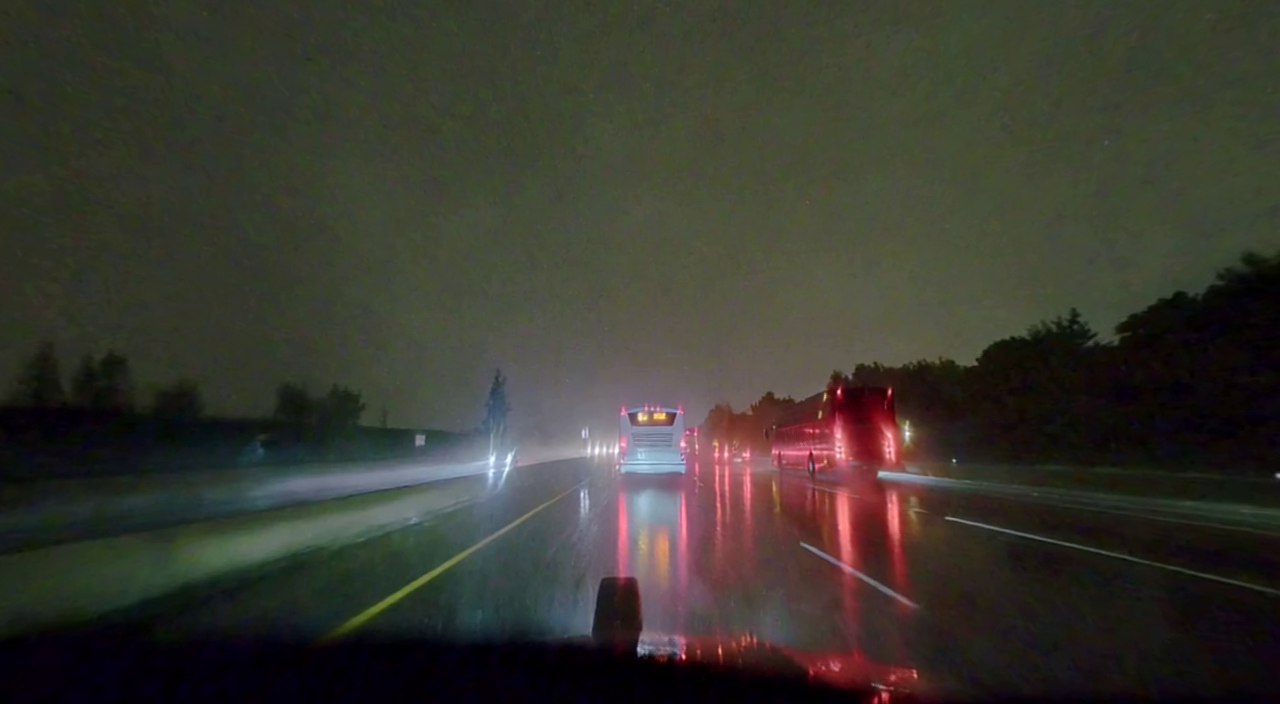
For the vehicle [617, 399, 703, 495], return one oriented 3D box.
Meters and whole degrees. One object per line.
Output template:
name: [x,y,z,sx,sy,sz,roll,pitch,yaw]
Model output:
vehicle: [0.453,3.098,20.562,2.414,2.675,5.574,0,-9,-2]
